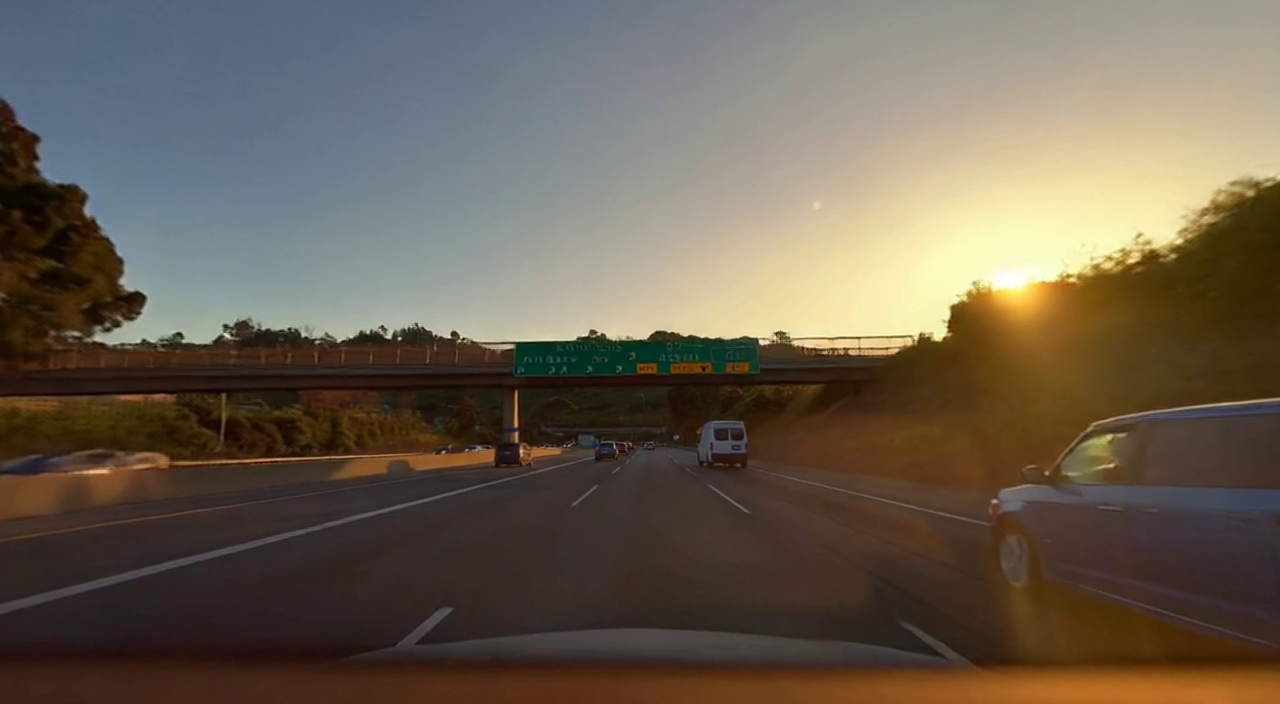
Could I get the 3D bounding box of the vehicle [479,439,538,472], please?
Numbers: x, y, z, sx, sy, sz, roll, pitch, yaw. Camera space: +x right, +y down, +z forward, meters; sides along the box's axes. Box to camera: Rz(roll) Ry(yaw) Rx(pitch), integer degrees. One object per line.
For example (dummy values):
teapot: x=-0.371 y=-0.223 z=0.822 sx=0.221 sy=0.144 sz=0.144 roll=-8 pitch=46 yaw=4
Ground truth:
vehicle: x=-6.976 y=5.533 z=33.983 sx=2.068 sy=1.632 sz=4.623 roll=-1 pitch=-8 yaw=2

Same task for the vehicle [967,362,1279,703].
vehicle: x=4.107 y=0.981 z=3.568 sx=2.100 sy=1.690 sz=4.536 roll=0 pitch=-8 yaw=1

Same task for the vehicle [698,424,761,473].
vehicle: x=4.400 y=4.886 z=31.976 sx=2.347 sy=2.234 sz=5.352 roll=0 pitch=-8 yaw=0
